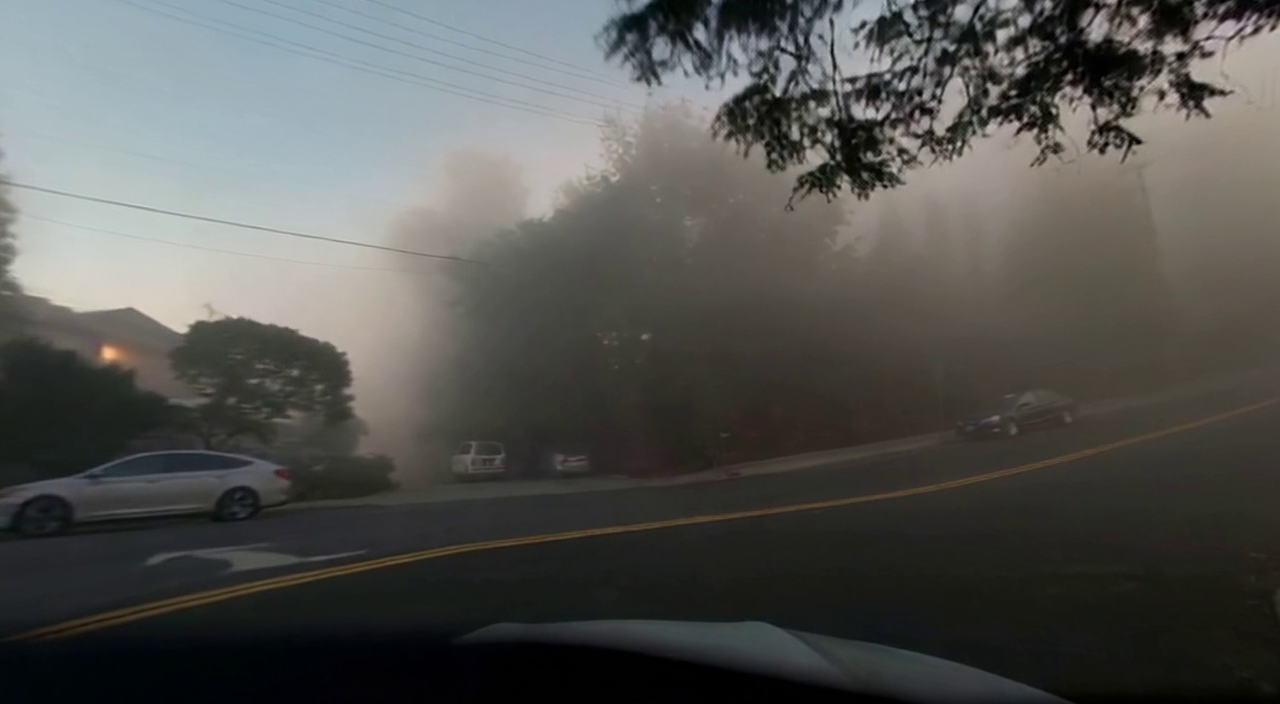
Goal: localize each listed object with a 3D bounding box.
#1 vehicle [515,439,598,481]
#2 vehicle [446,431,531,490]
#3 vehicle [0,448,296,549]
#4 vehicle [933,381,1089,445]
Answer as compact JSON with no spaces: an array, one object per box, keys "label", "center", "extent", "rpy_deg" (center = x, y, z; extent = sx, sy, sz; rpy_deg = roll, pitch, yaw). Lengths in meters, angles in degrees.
[{"label":"vehicle","center":[-3.931,4.880,28.884],"extent":[2.216,1.728,5.118],"rpy_deg":[4,-10,-26]},{"label":"vehicle","center":[-6.864,4.744,28.076],"extent":[2.413,1.838,4.977],"rpy_deg":[9,-5,-26]},{"label":"vehicle","center":[-9.272,2.540,11.604],"extent":[4.696,1.534,1.912],"rpy_deg":[8,-12,-44]},{"label":"vehicle","center":[13.440,2.194,22.794],"extent":[5.289,1.595,2.032],"rpy_deg":[-3,-10,-26]}]
